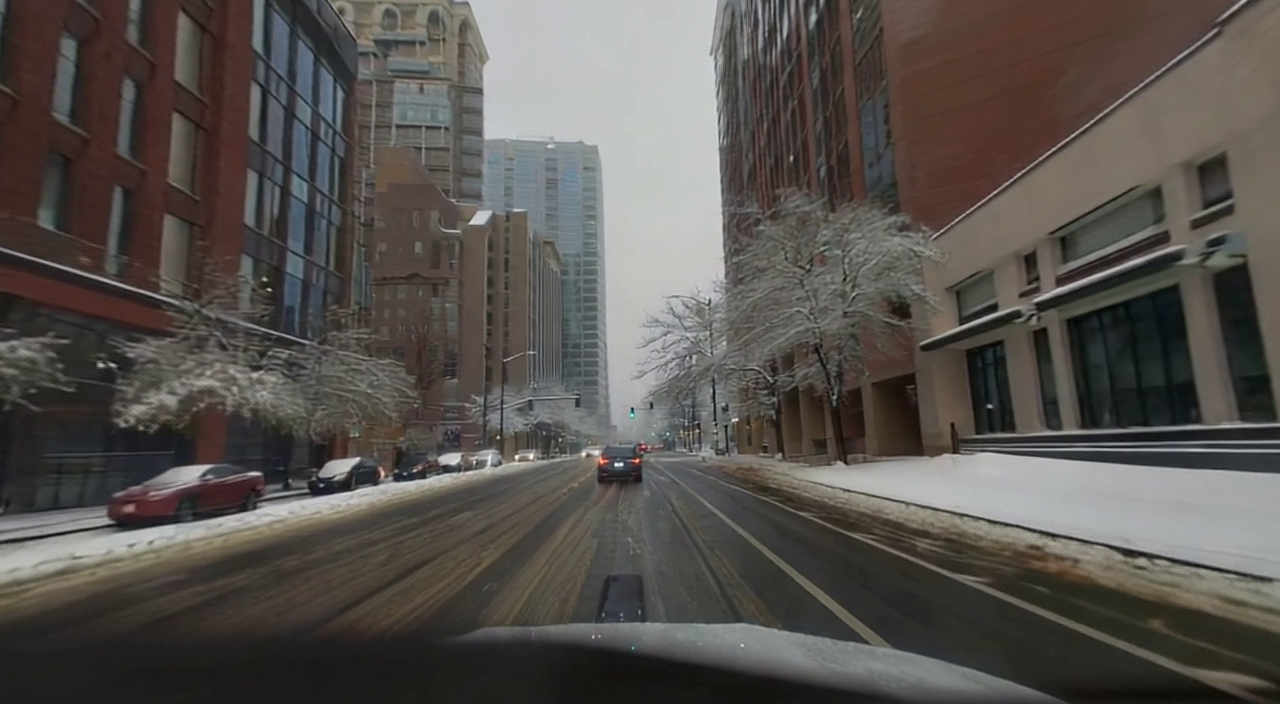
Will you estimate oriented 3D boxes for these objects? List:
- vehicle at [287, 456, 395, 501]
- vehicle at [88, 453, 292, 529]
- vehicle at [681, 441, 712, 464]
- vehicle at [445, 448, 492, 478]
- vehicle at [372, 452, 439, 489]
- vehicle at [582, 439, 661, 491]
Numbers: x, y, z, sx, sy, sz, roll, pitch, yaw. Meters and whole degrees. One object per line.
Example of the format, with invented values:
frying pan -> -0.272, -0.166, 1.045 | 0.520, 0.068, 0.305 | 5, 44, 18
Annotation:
vehicle -> -11.855, 5.015, 25.506 | 1.991, 1.507, 4.879 | 0, -8, 0
vehicle -> -11.975, 3.676, 17.359 | 2.077, 1.732, 4.704 | 0, -8, 0
vehicle -> 4.257, 7.620, 48.219 | 1.924, 1.645, 4.528 | -1, -8, -1
vehicle -> -12.160, 7.846, 45.123 | 2.090, 1.784, 4.832 | -4, -8, -2
vehicle -> -12.171, 6.133, 33.046 | 1.976, 1.577, 4.091 | -4, -8, -1
vehicle -> -0.548, 3.561, 20.234 | 2.269, 1.479, 3.980 | 0, -8, -1
